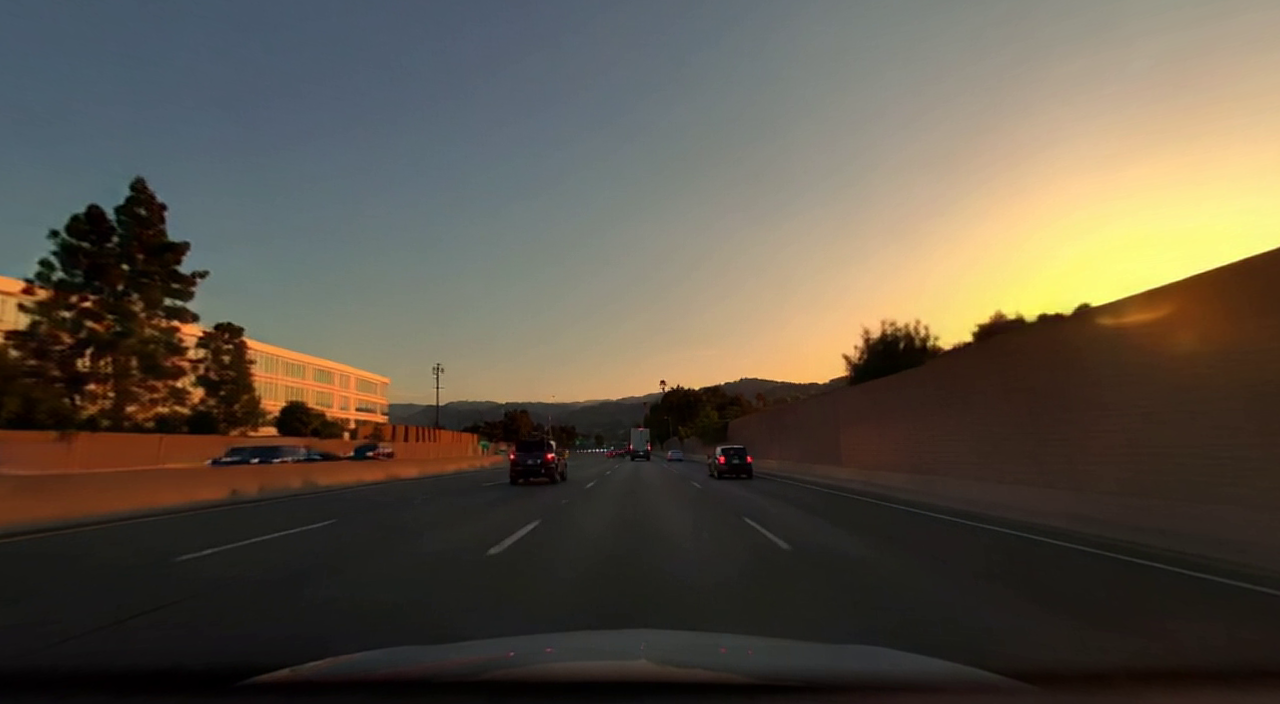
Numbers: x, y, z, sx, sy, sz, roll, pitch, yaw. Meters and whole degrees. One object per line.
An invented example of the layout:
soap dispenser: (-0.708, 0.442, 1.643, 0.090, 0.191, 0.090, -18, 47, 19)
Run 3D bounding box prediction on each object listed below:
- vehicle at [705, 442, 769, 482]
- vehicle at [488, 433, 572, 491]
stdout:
vehicle: (4.035, 4.664, 26.865, 1.973, 1.536, 4.337, 0, -9, -1)
vehicle: (-3.700, 3.803, 22.094, 2.014, 1.811, 4.369, 0, -9, 2)
